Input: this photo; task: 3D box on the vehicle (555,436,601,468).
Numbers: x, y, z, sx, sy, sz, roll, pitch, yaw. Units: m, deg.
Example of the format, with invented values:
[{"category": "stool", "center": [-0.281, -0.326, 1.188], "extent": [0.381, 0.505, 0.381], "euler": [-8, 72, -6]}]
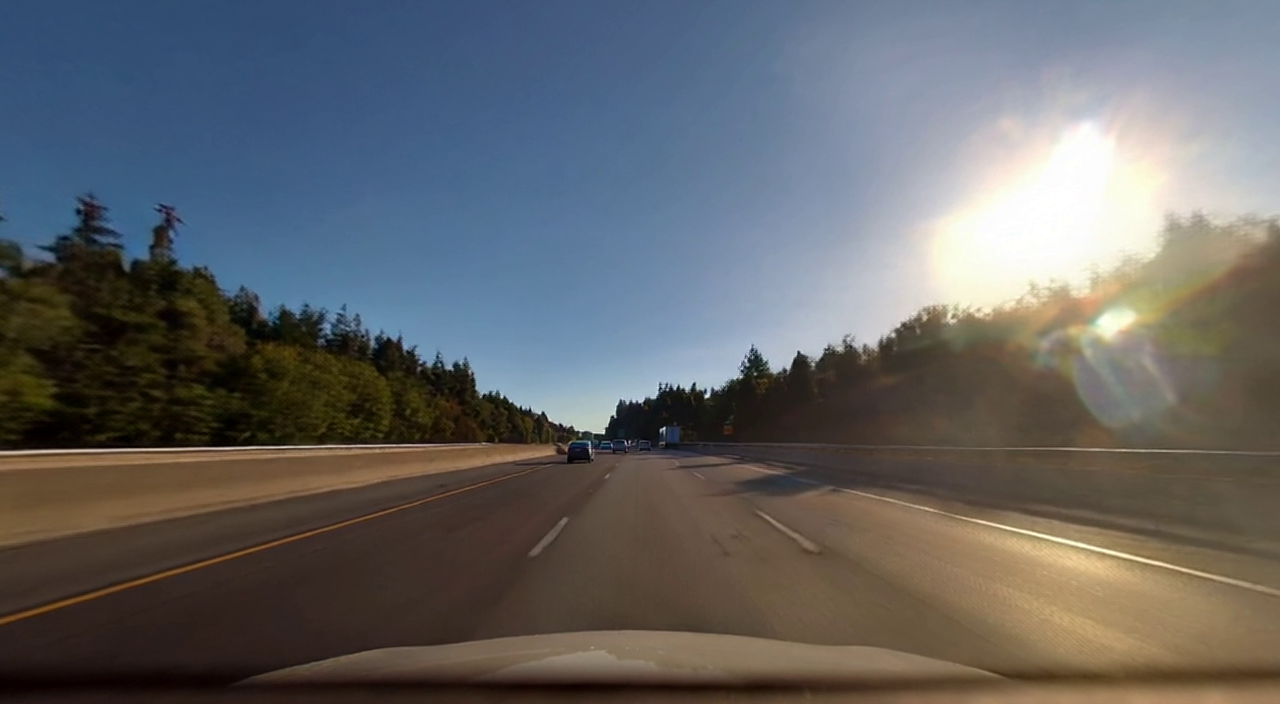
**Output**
[{"category": "vehicle", "center": [-3.245, 5.341, 33.624], "extent": [2.025, 1.571, 3.662], "euler": [0, -9, 0]}]
